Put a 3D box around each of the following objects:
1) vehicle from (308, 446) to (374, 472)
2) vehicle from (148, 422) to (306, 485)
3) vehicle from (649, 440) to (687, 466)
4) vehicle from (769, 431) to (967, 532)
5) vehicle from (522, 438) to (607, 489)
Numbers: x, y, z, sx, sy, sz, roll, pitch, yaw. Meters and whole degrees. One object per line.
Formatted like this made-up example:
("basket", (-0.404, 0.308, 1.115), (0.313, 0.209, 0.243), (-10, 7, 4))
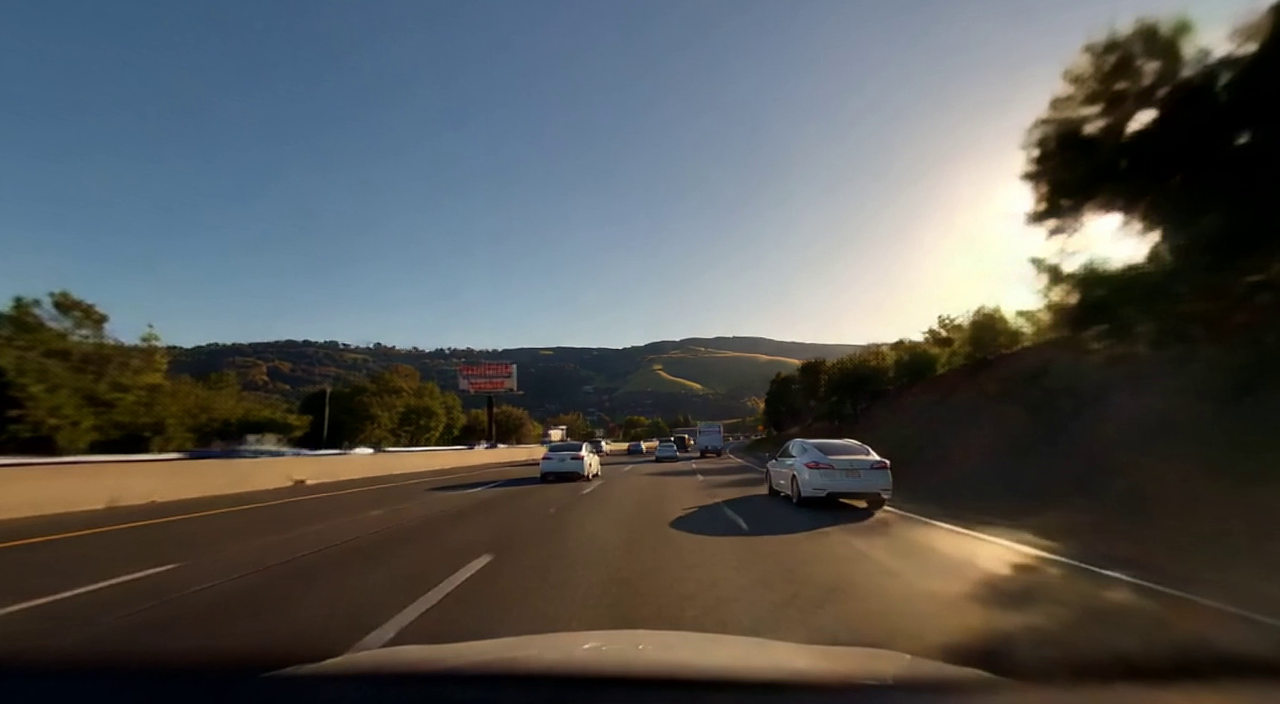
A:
("vehicle", (-18.366, 6.561, 38.922), (1.788, 1.449, 4.083), (-1, -8, 5))
("vehicle", (-16.681, 4.140, 26.027), (2.292, 2.293, 5.894), (-1, -8, 2))
("vehicle", (1.717, 6.104, 38.357), (2.202, 1.467, 3.929), (-1, -8, 3))
("vehicle", (3.841, 2.245, 11.586), (2.013, 1.464, 4.317), (0, -8, 0))
("vehicle", (-2.361, 3.659, 21.080), (2.031, 1.491, 4.792), (-1, -8, 3))
